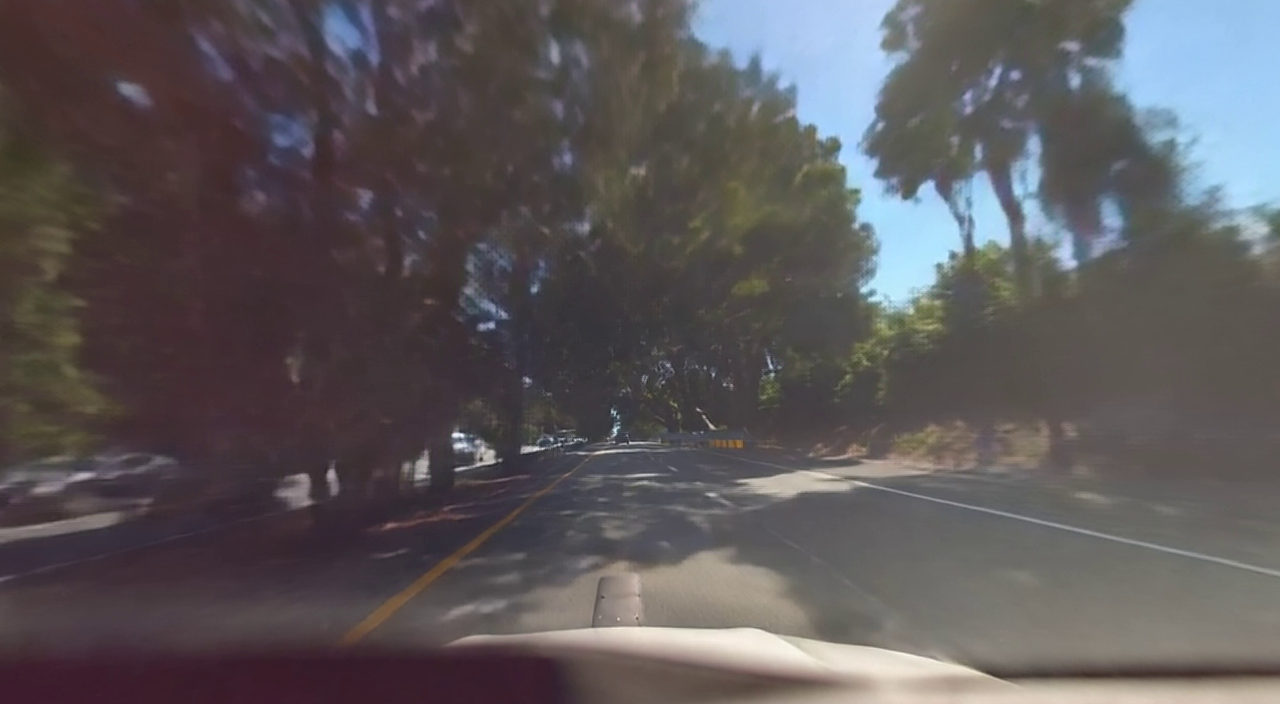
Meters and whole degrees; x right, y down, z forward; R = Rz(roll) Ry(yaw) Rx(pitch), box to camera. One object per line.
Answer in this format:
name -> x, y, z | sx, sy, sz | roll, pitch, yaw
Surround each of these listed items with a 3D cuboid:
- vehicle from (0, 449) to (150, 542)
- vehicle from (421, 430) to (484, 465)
vehicle -> -14.086, 3.104, 14.172 | 2.898, 1.726, 3.957 | 0, -8, -1
vehicle -> -10.207, 5.201, 34.572 | 2.268, 1.779, 4.159 | 0, -8, -1
